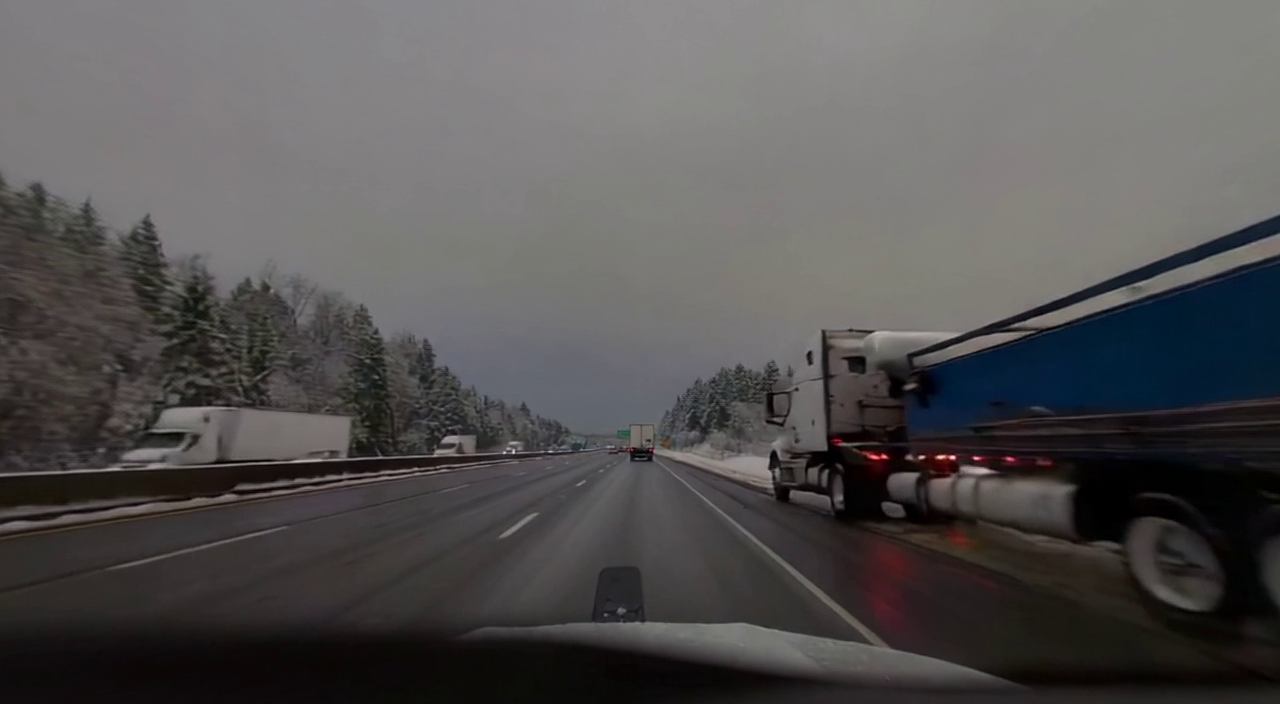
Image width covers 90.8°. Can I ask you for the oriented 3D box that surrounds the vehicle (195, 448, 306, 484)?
[{"bbox_3d":[-17.205,5.034,28.214,1.932,1.468,4.590,0,-9,2],"label":"vehicle"}]

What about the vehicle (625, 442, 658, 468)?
[{"bbox_3d":[0.072,6.463,39.639,1.972,1.492,3.697,0,-9,0],"label":"vehicle"}]

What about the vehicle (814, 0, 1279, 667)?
[{"bbox_3d":[5.210,0.148,6.136,2.893,4.114,14.332,0,-9,0],"label":"vehicle"}]

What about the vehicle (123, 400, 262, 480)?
[{"bbox_3d":[-24.148,4.868,34.543,3.013,3.958,5.954,0,-9,1],"label":"vehicle"}]
